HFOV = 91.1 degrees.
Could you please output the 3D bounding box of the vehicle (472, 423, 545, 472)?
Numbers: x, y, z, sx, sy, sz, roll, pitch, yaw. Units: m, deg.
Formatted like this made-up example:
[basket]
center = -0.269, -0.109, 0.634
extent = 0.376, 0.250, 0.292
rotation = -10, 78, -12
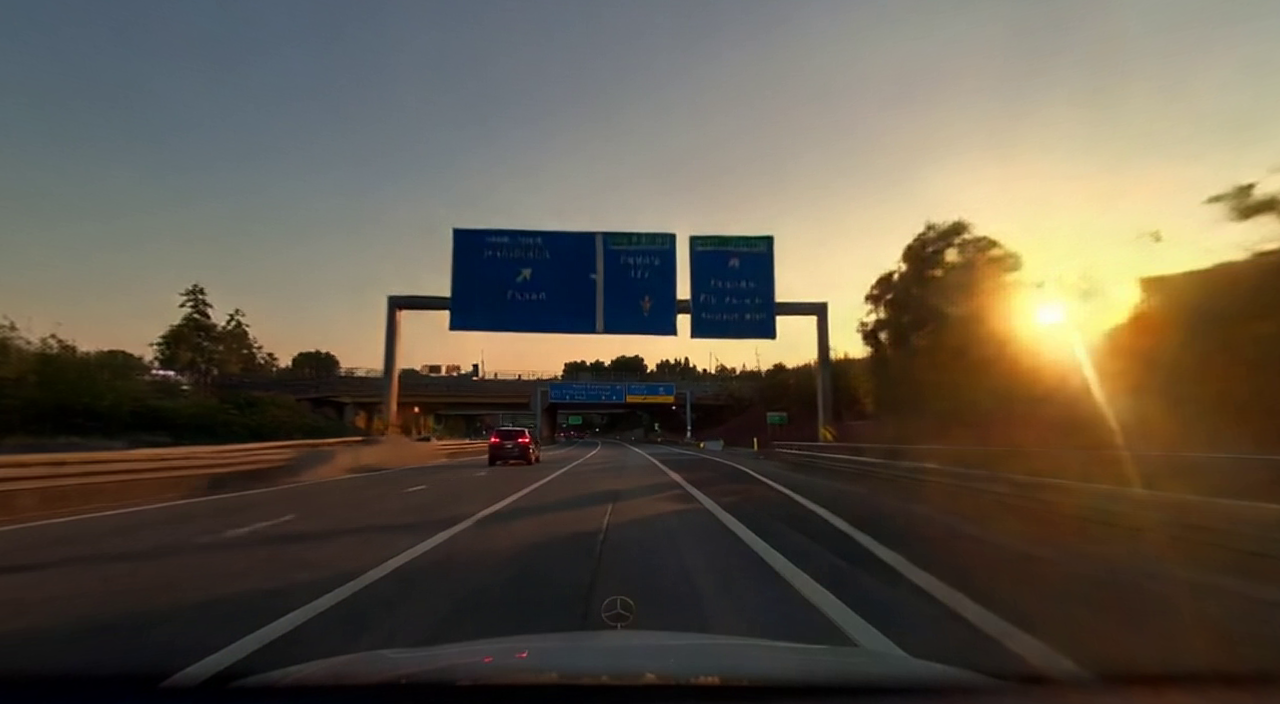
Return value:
[vehicle]
center = -4.964, 3.647, 24.314
extent = 2.007, 1.727, 4.040
rotation = 0, -8, -1
